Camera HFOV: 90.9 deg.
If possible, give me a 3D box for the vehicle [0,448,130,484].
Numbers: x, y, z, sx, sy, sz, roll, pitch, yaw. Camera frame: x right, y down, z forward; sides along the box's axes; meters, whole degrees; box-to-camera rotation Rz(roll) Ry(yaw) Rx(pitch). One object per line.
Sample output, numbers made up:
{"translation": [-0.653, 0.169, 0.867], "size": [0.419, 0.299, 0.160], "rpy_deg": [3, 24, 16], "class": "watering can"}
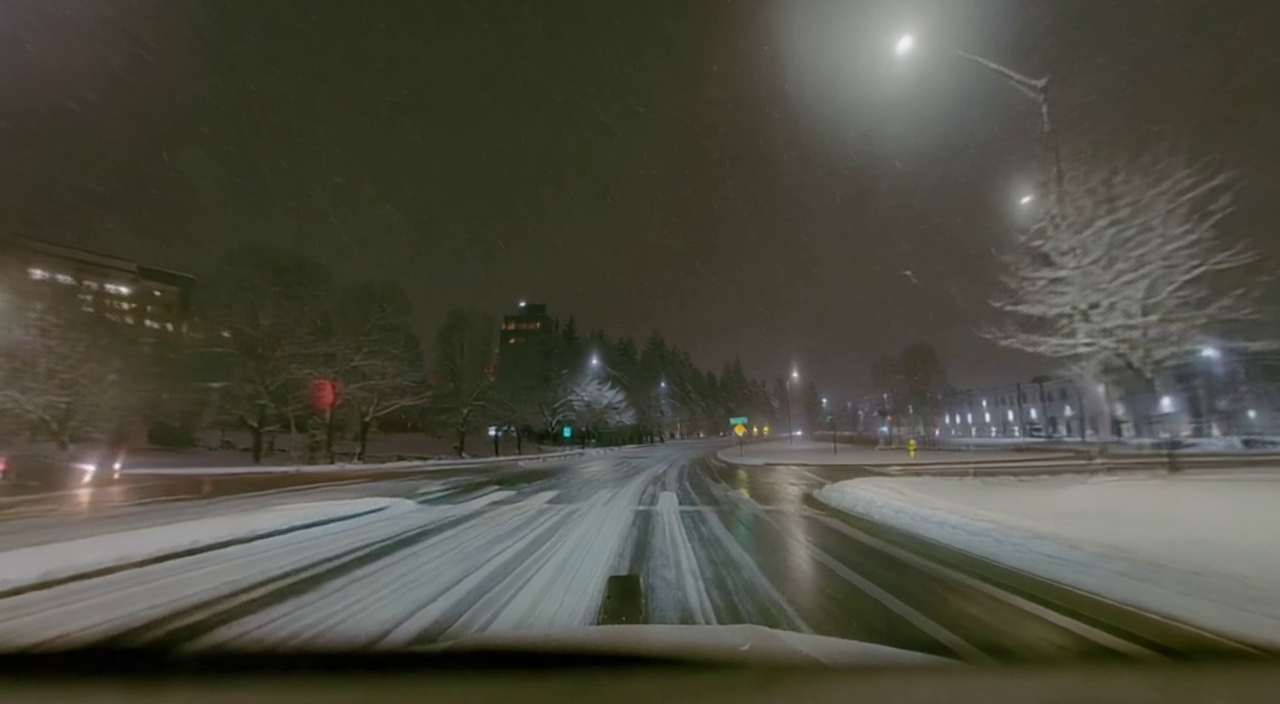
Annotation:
{"translation": [-25.629, 4.964, 27.668], "size": [4.935, 1.476, 2.141], "rpy_deg": [-1, -8, 8], "class": "vehicle"}
